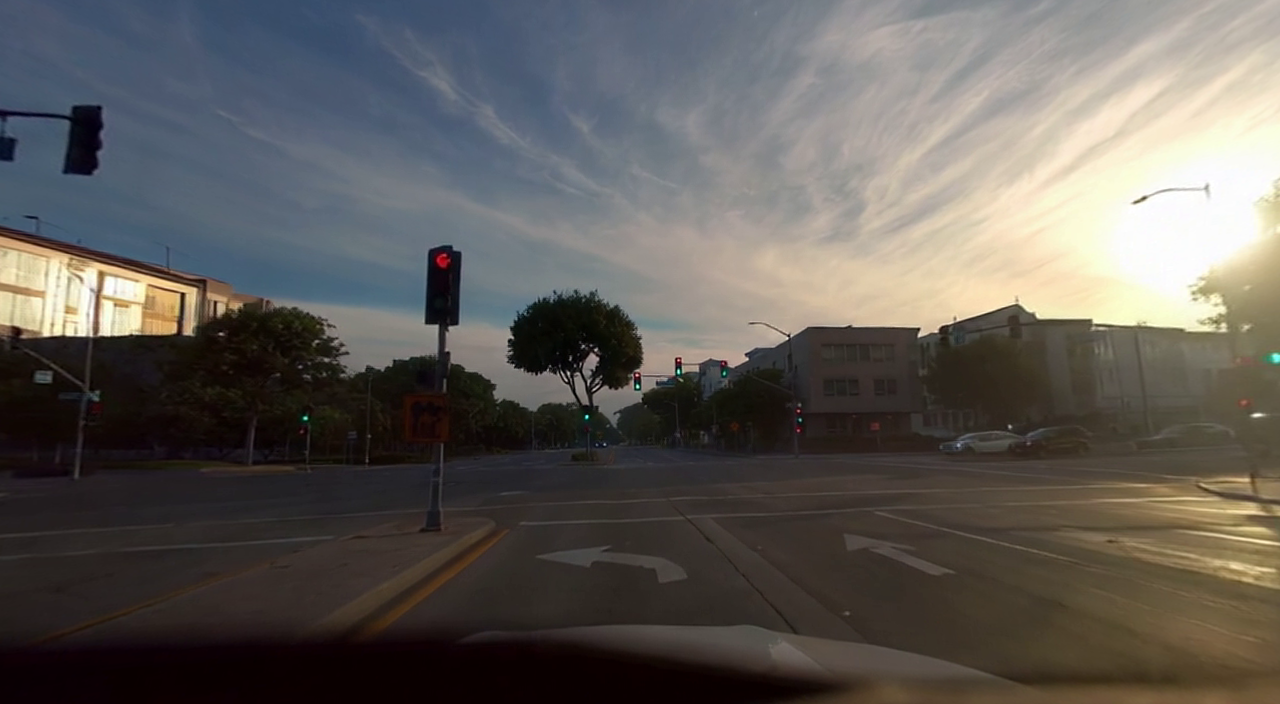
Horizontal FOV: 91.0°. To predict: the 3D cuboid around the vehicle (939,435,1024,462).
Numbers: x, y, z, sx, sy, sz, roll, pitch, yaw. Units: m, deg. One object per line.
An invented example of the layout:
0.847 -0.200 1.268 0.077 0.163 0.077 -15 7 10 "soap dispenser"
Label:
21.503 6.042 39.701 4.769 1.634 1.884 3 -9 -19 "vehicle"
